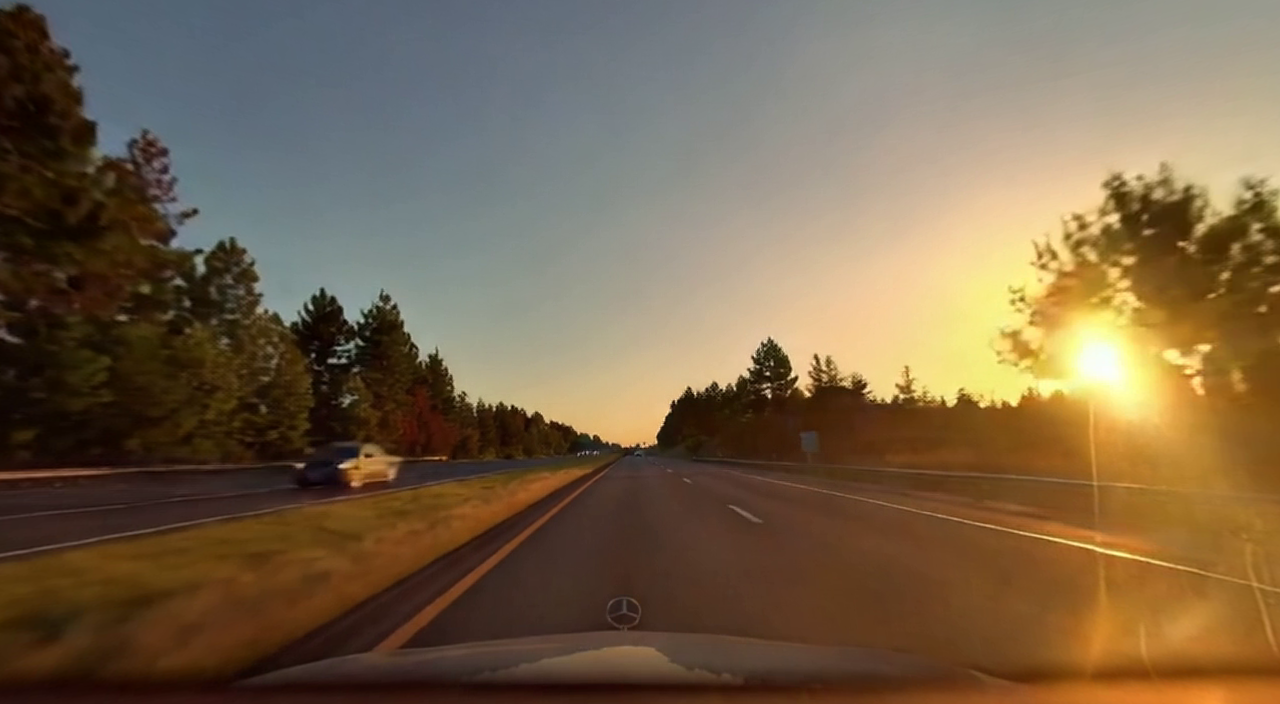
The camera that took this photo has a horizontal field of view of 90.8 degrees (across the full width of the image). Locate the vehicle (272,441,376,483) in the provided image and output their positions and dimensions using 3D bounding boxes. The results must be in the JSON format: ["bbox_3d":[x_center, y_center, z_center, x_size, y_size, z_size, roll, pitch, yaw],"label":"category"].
[{"bbox_3d":[-12.143,4.247,24.567,1.835,1.469,4.292,0,-9,0],"label":"vehicle"}]
